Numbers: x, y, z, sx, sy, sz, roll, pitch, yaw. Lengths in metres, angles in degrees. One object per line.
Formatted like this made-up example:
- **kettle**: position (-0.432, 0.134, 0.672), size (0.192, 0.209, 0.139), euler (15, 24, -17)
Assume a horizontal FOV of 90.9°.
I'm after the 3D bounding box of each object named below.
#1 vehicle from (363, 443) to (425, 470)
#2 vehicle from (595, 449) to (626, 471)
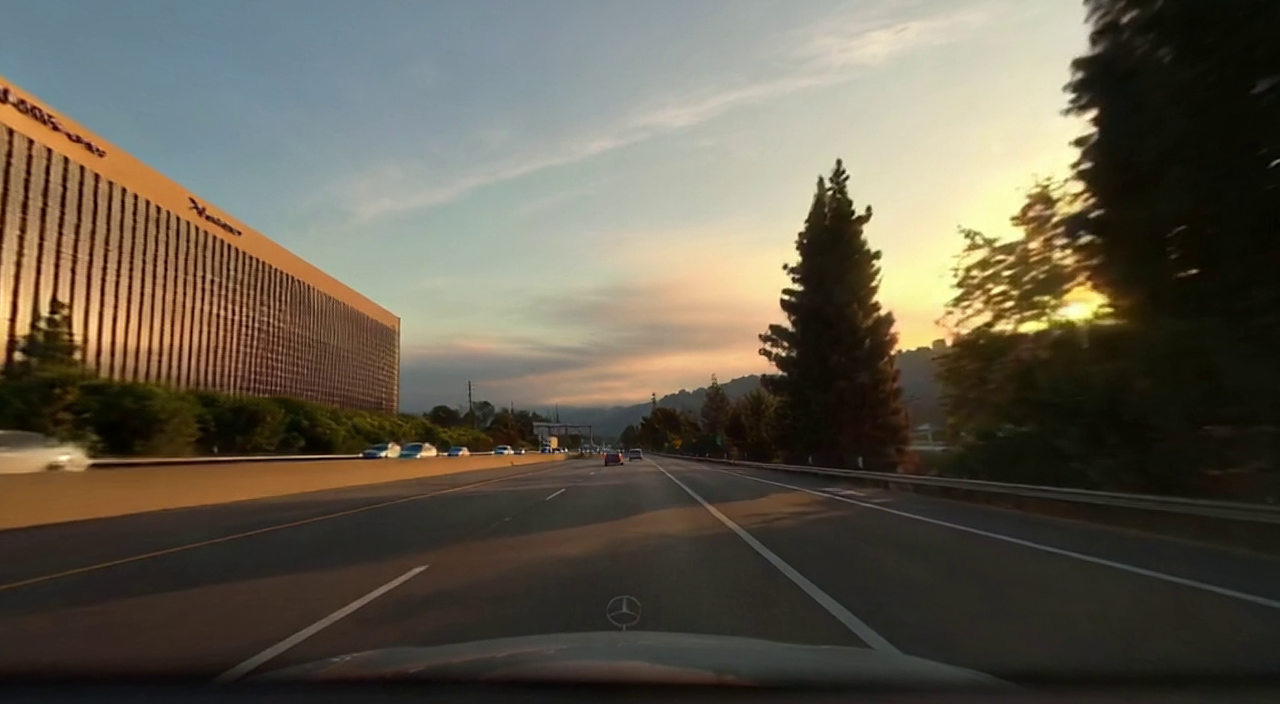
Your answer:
- **vehicle**: position (-14.755, 6.288, 38.063), size (1.927, 1.514, 4.550), euler (0, -9, 0)
- **vehicle**: position (-2.095, 7.867, 46.060), size (2.011, 1.468, 3.883), euler (0, -9, 1)
